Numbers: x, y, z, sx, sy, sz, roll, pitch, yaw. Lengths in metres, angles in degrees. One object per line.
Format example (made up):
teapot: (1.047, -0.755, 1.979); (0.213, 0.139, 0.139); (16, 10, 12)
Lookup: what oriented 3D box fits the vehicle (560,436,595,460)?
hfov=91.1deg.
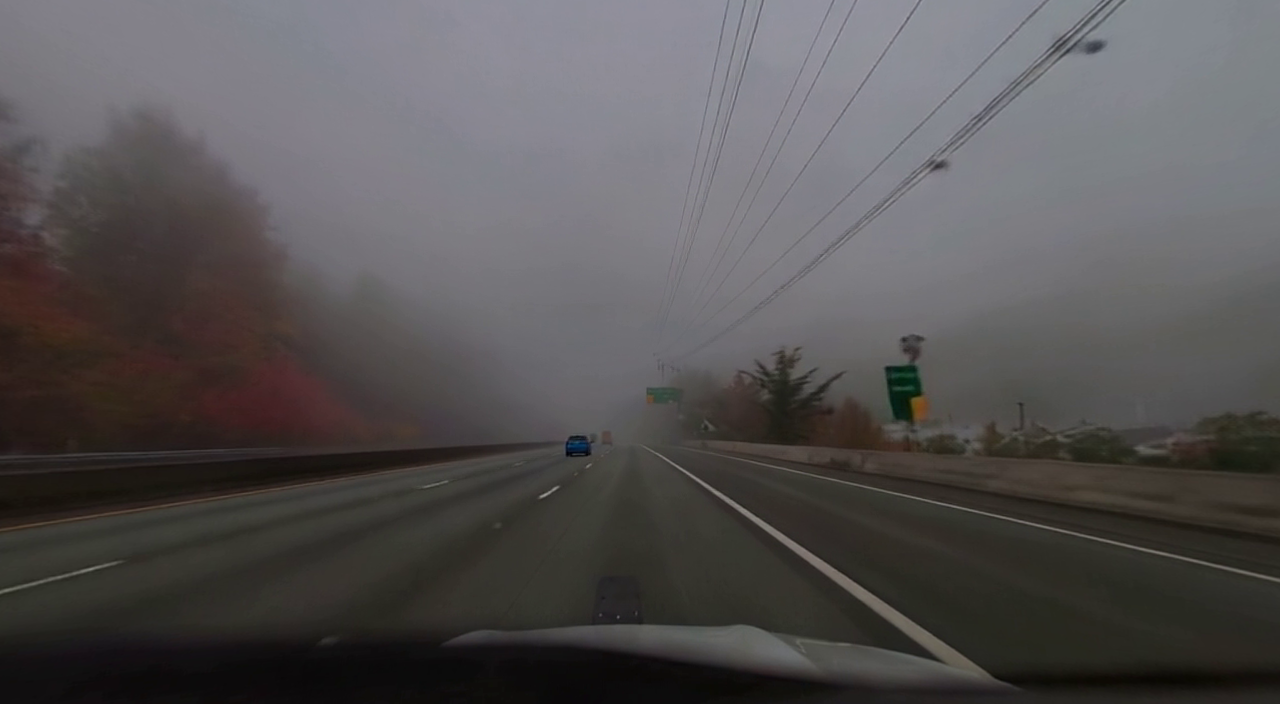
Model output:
vehicle: (-4.207, 6.511, 42.885); (2.025, 1.475, 4.379); (0, -8, -2)
